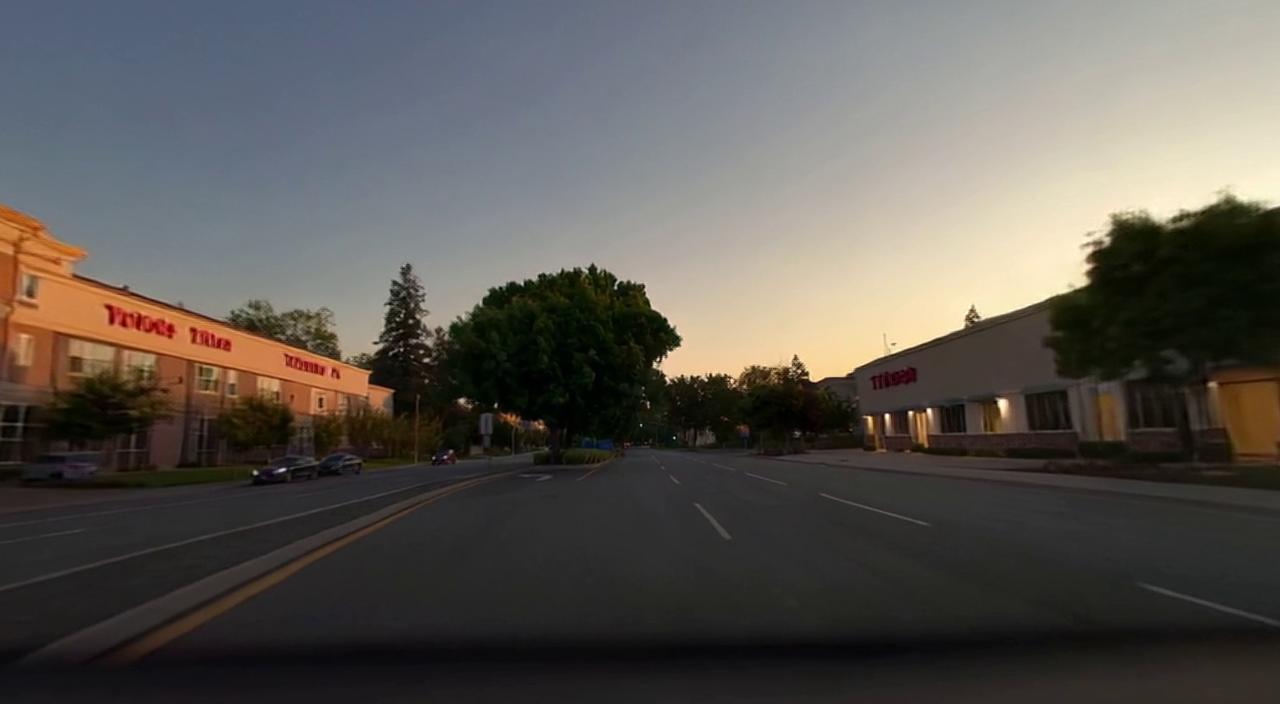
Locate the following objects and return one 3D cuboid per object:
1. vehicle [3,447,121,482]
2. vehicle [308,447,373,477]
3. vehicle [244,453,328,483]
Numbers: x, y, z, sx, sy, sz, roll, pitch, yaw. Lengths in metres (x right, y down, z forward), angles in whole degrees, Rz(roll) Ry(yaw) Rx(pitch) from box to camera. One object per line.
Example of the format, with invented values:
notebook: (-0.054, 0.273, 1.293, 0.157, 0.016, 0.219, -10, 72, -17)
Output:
vehicle: (-28.523, 5.552, 31.392, 2.008, 1.594, 4.100, 0, -8, -2)
vehicle: (-19.239, 7.052, 40.775, 1.976, 1.766, 4.677, 0, -9, -1)
vehicle: (-19.139, 6.268, 34.432, 1.925, 1.485, 4.821, 0, -8, -1)
